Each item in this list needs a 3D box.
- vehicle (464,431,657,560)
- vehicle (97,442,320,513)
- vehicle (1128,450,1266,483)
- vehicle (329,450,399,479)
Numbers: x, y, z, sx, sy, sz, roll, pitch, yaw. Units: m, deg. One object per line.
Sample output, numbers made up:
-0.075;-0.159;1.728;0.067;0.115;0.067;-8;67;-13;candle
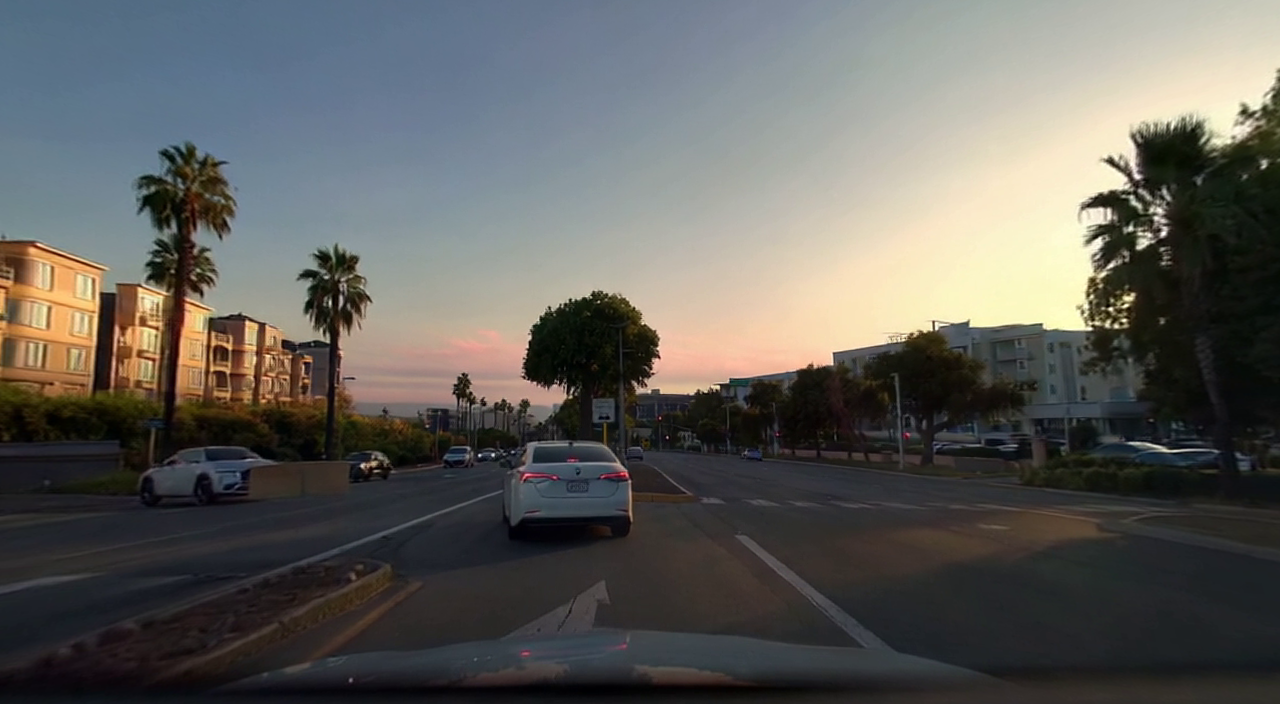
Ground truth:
-1.482;2.030;9.790;1.986;1.473;4.382;3;-9;-20;vehicle
-10.587;3.031;15.619;4.457;1.552;2.095;-3;-9;16;vehicle
25.903;5.317;29.517;4.446;1.464;1.954;-1;-9;4;vehicle
-15.027;6.145;34.744;2.099;1.464;4.615;1;-9;-5;vehicle
